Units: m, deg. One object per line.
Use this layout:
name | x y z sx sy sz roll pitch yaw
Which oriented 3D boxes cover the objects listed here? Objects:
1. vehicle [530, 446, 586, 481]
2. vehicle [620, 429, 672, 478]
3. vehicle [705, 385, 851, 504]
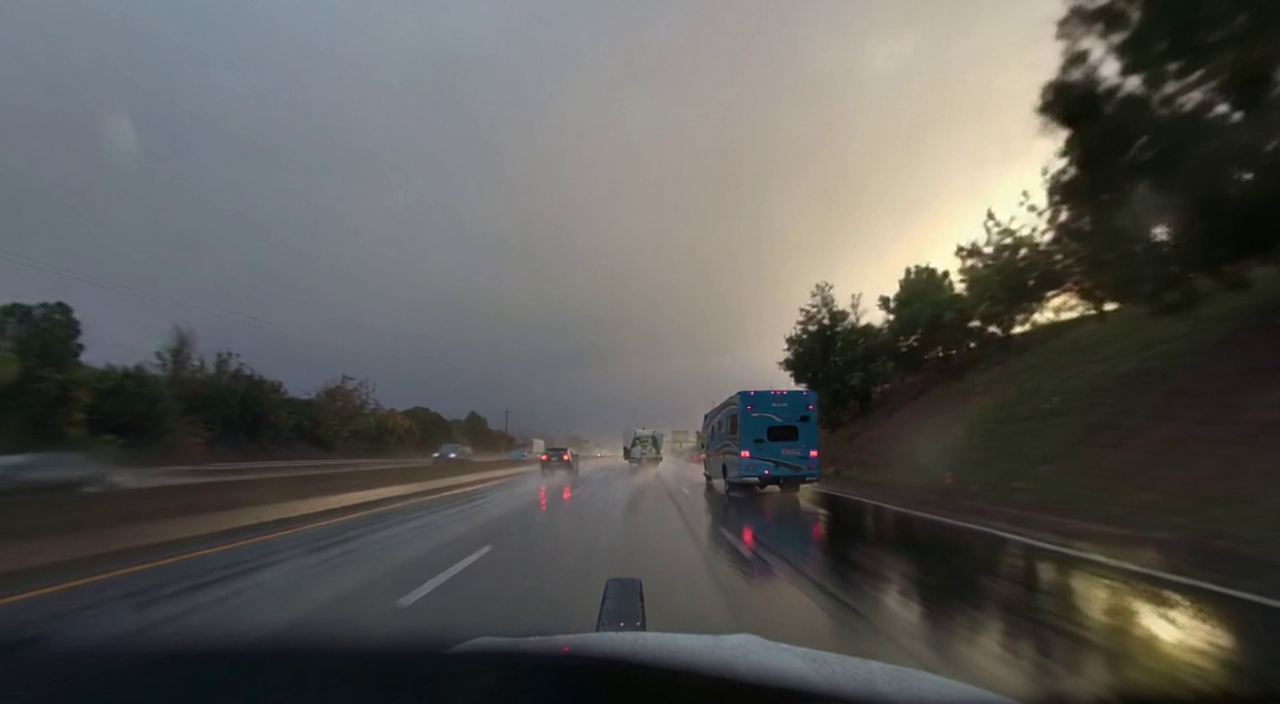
vehicle | -3.750 5.218 29.708 1.959 1.502 4.559 0 -9 1
vehicle | 0.280 5.306 33.084 2.524 2.310 4.986 0 -9 0
vehicle | 3.779 2.826 19.247 2.607 2.910 7.252 0 -9 -2
